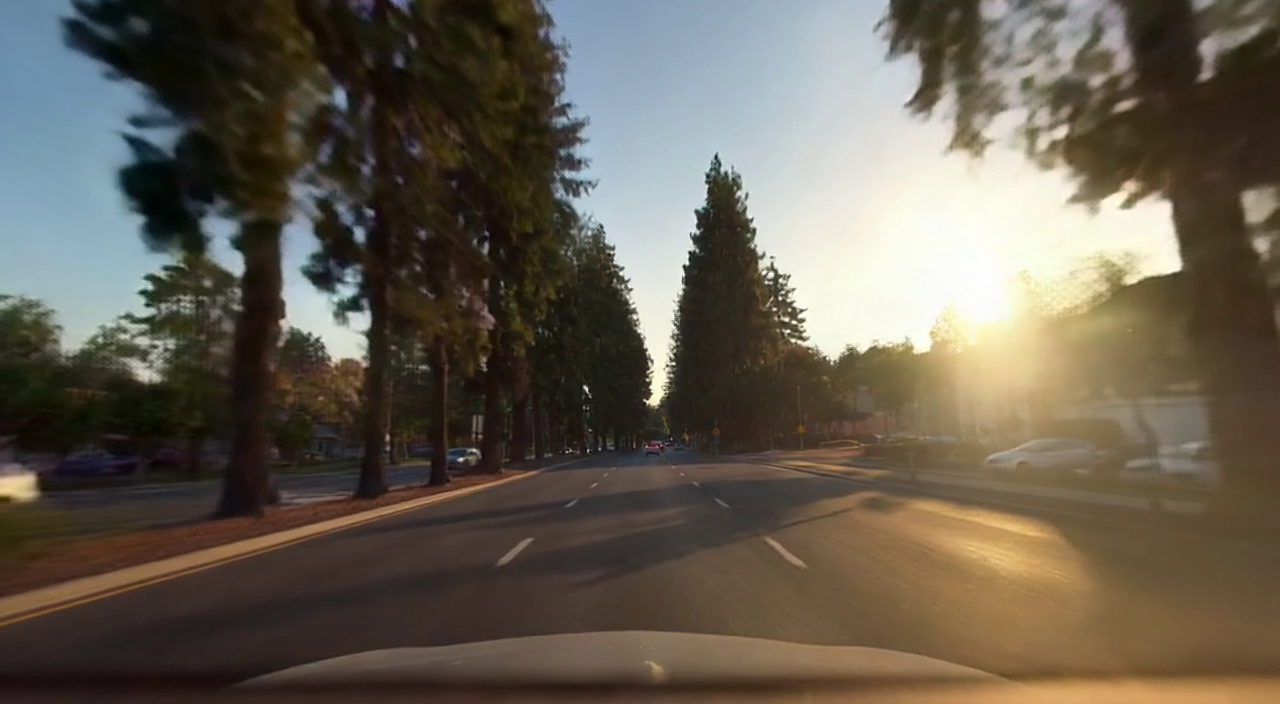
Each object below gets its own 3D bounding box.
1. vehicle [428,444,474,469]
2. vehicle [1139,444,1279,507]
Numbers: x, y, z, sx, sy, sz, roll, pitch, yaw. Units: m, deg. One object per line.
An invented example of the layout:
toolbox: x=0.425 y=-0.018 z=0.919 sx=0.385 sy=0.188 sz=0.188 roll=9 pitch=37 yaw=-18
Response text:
vehicle: x=-13.948 y=7.708 z=46.813 sx=2.072 sy=1.712 sz=4.467 roll=0 pitch=-8 yaw=-1
vehicle: x=15.182 y=2.950 z=15.340 sx=4.246 sy=1.399 sz=2.134 roll=0 pitch=-8 yaw=-1
